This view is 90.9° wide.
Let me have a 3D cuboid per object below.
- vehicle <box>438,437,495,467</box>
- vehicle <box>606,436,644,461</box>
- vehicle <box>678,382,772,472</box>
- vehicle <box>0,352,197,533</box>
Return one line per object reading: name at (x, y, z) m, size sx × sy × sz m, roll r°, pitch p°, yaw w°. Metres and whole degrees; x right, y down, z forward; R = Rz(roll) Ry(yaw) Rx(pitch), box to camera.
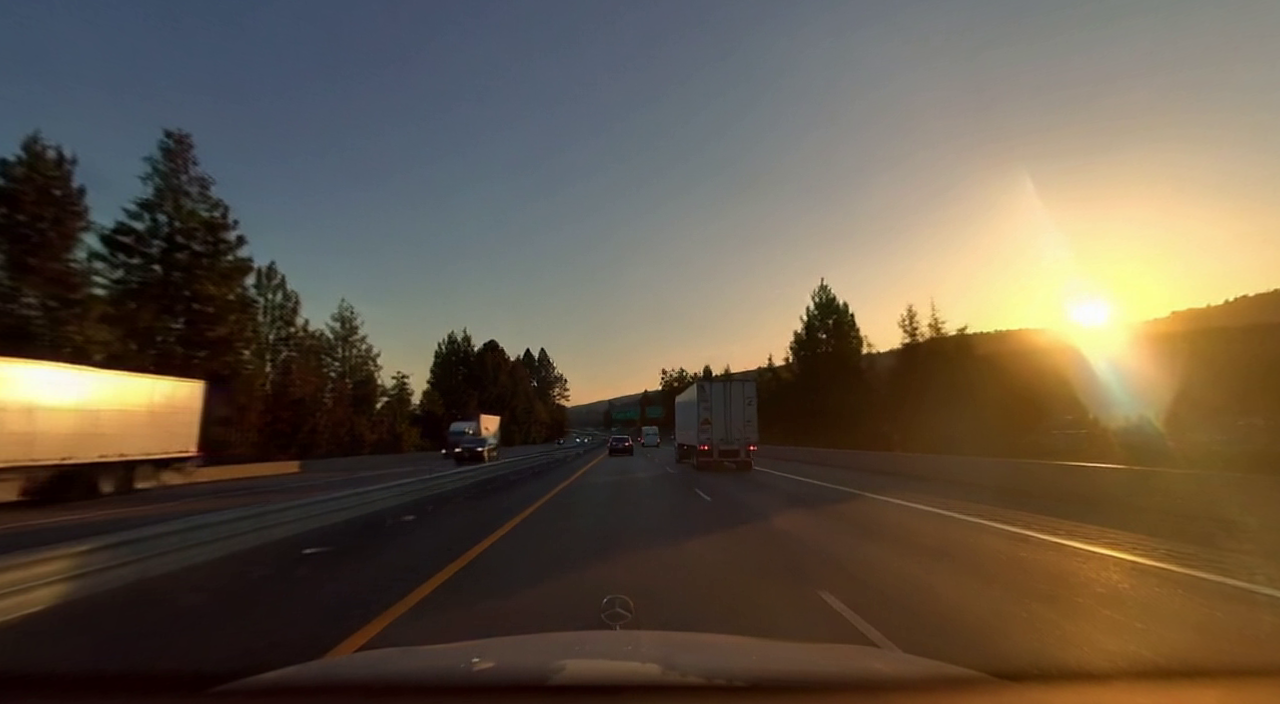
vehicle at (-9.223, 5.330, 33.840) m, size 1.961 × 1.504 × 3.762 m, roll 0°, pitch -7°, yaw 0°
vehicle at (-0.896, 5.881, 38.641) m, size 2.259 × 1.466 × 3.693 m, roll 0°, pitch -7°, yaw -1°
vehicle at (3.593, 3.481, 28.952) m, size 2.921 × 3.526 × 8.207 m, roll 0°, pitch -7°, yaw -2°
vehicle at (-13.804, 1.842, 12.703) m, size 2.961 × 3.458 × 9.579 m, roll -1°, pitch -7°, yaw -1°
